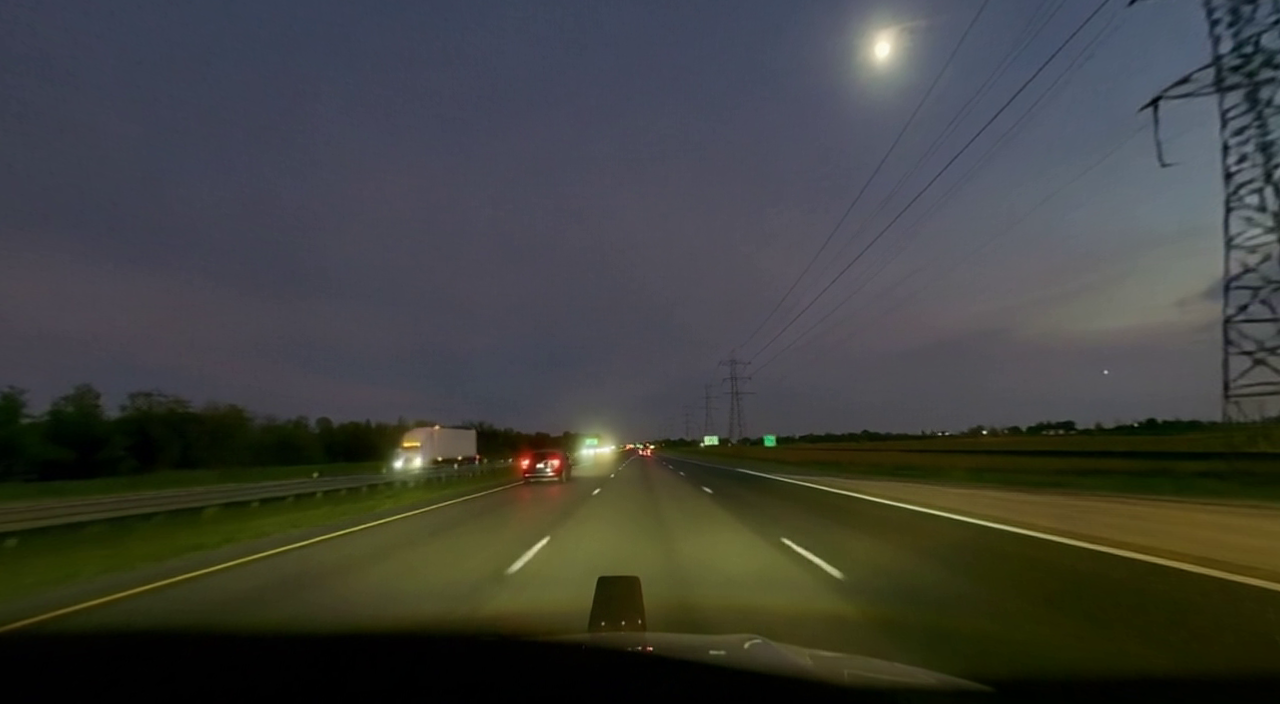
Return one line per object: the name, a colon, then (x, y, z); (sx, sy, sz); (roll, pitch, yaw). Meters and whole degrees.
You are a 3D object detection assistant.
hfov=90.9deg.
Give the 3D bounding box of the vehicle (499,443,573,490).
vehicle: (-3.658, 4.105, 22.869); (1.924, 1.550, 4.165); (0, -9, 1)
